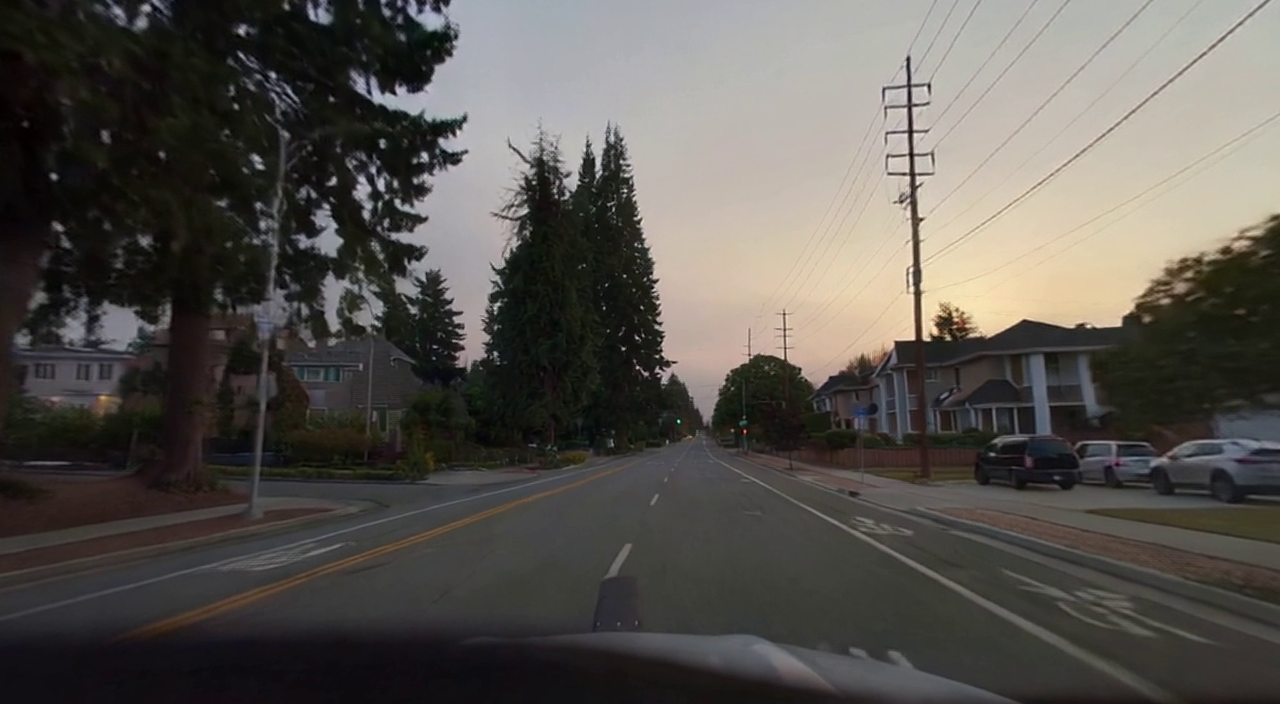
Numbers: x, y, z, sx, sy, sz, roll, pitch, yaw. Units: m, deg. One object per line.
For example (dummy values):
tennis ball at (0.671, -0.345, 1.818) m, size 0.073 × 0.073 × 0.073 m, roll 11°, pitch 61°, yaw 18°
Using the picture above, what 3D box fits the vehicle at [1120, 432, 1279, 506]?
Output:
vehicle at (15.354, 3.024, 16.673) m, size 1.935 × 1.683 × 4.669 m, roll 0°, pitch -9°, yaw 6°

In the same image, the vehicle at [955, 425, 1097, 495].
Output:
vehicle at (12.321, 3.465, 20.543) m, size 1.912 × 1.953 × 4.651 m, roll 0°, pitch -9°, yaw 4°
